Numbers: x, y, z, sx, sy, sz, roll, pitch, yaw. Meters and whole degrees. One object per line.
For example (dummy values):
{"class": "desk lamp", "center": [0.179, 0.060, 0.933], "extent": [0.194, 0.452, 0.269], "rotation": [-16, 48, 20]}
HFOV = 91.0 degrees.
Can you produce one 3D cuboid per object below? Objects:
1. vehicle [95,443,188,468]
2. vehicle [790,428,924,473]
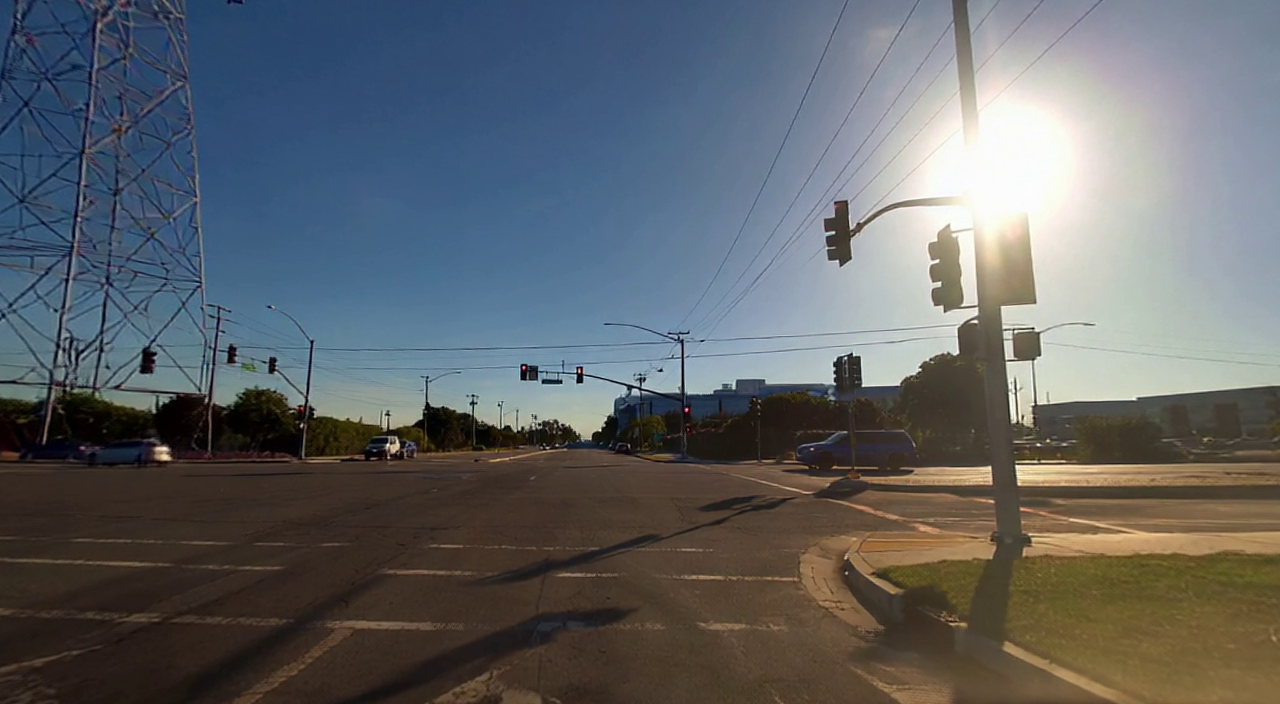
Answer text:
{"class": "vehicle", "center": [-31.803, 6.596, 40.207], "extent": [4.529, 1.566, 1.842], "rotation": [-1, -9, 6]}
{"class": "vehicle", "center": [8.703, 4.017, 25.731], "extent": [4.884, 1.714, 2.021], "rotation": [-2, -9, 12]}
